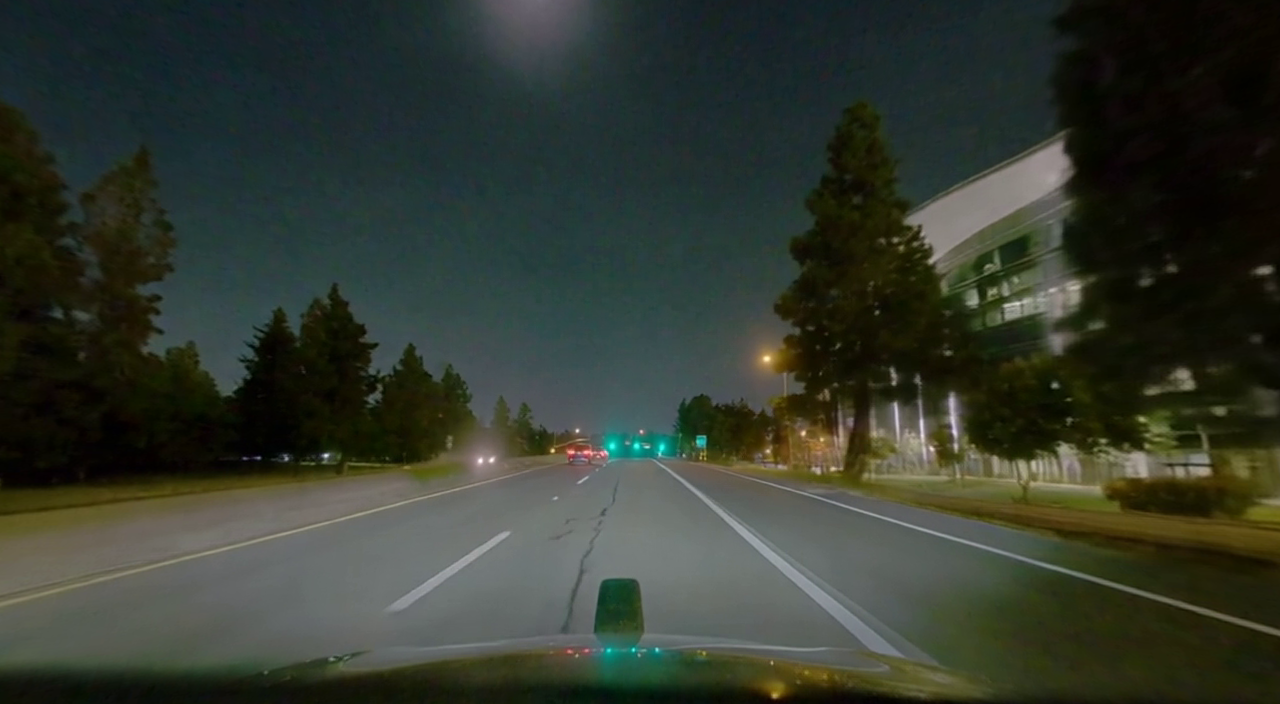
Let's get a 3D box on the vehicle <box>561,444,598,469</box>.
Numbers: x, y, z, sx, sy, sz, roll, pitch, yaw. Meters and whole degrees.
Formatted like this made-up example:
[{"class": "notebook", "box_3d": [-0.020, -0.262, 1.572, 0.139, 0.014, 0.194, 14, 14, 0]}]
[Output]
[{"class": "vehicle", "box_3d": [-3.874, 6.777, 41.147, 1.984, 1.521, 4.682, 0, -8, 0]}]
